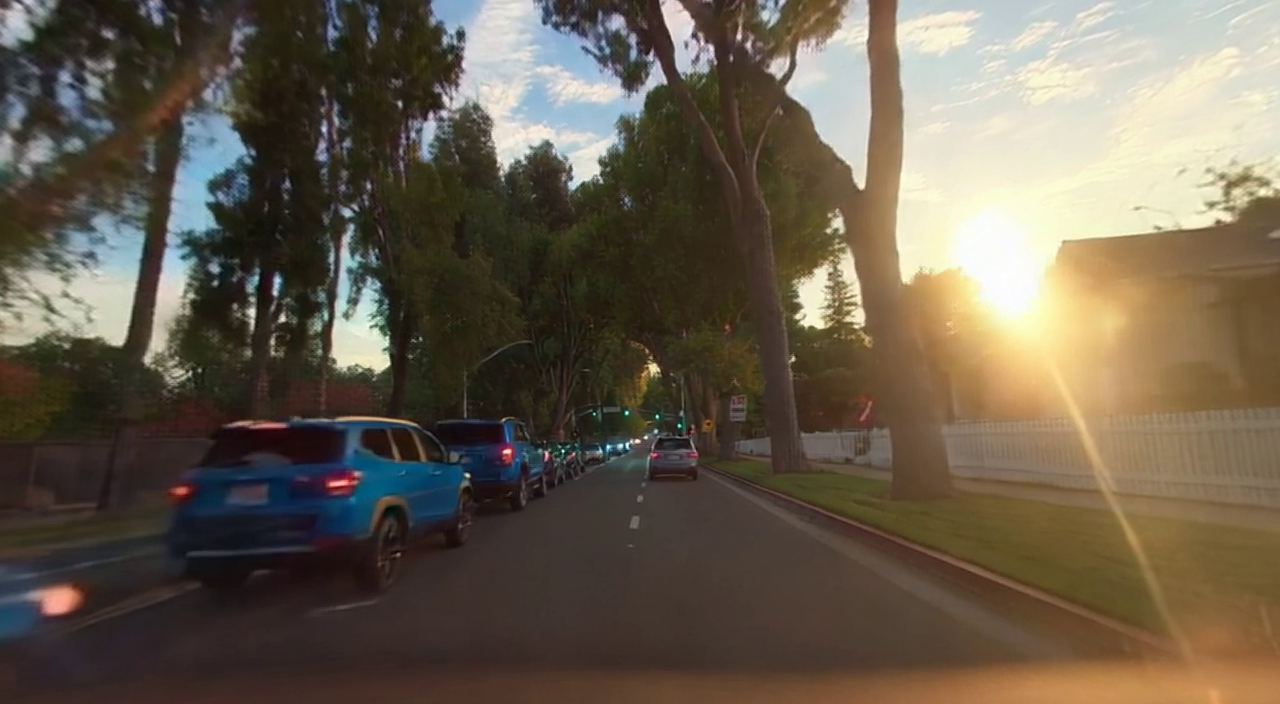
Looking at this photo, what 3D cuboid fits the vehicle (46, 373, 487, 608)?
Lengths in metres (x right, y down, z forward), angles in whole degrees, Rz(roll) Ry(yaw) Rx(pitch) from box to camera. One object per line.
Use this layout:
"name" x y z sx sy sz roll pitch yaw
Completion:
"vehicle" -3.620 1.473 7.605 2.404 1.900 4.770 0 -9 -1

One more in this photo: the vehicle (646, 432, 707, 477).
"vehicle" 1.381 4.187 26.029 2.258 1.682 4.635 0 -9 0

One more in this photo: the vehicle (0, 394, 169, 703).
"vehicle" -3.085 0.673 0.582 1.919 1.501 4.509 0 -9 -2
